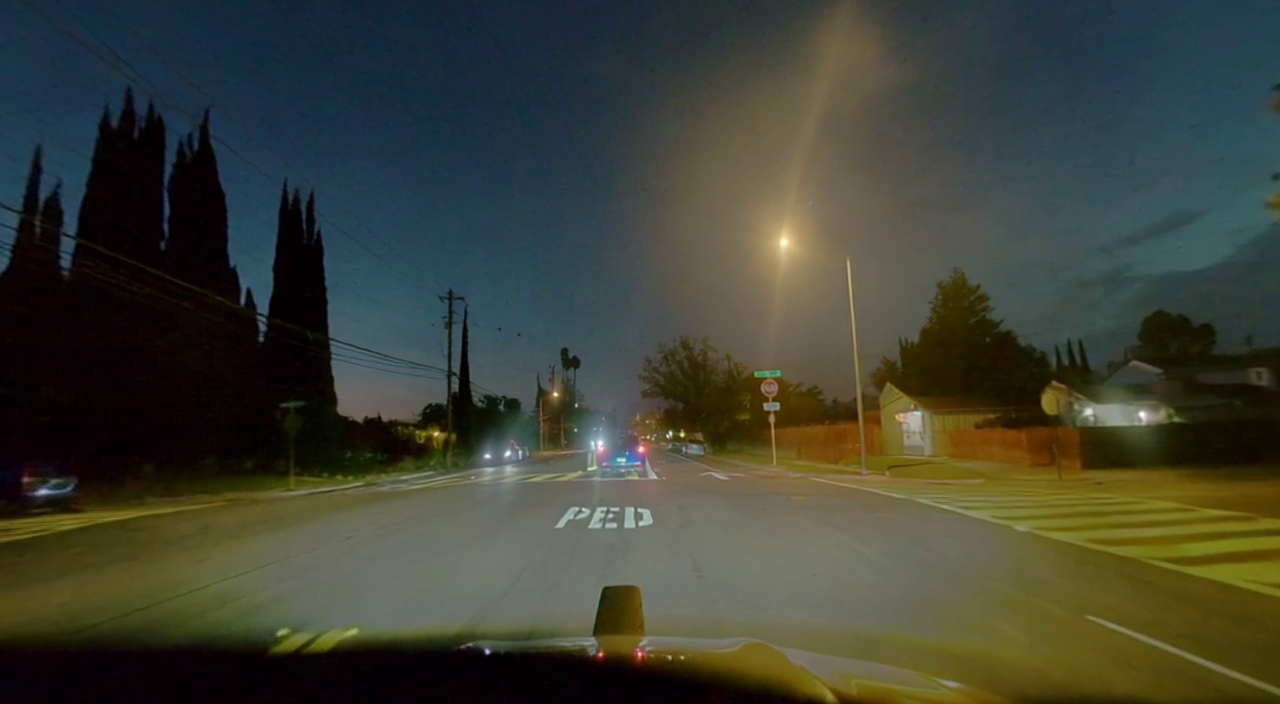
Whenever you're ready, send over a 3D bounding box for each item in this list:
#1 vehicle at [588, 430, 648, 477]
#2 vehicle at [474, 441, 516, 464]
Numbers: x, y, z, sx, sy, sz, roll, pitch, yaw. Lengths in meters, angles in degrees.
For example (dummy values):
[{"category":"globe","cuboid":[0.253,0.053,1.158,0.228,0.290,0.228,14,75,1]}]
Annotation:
[{"category":"vehicle","cuboid":[-0.689,3.446,21.596,1.877,1.448,3.830,0,-8,0]},{"category":"vehicle","cuboid":[-9.924,6.903,43.527,1.934,1.506,4.032,0,-8,-1]}]
